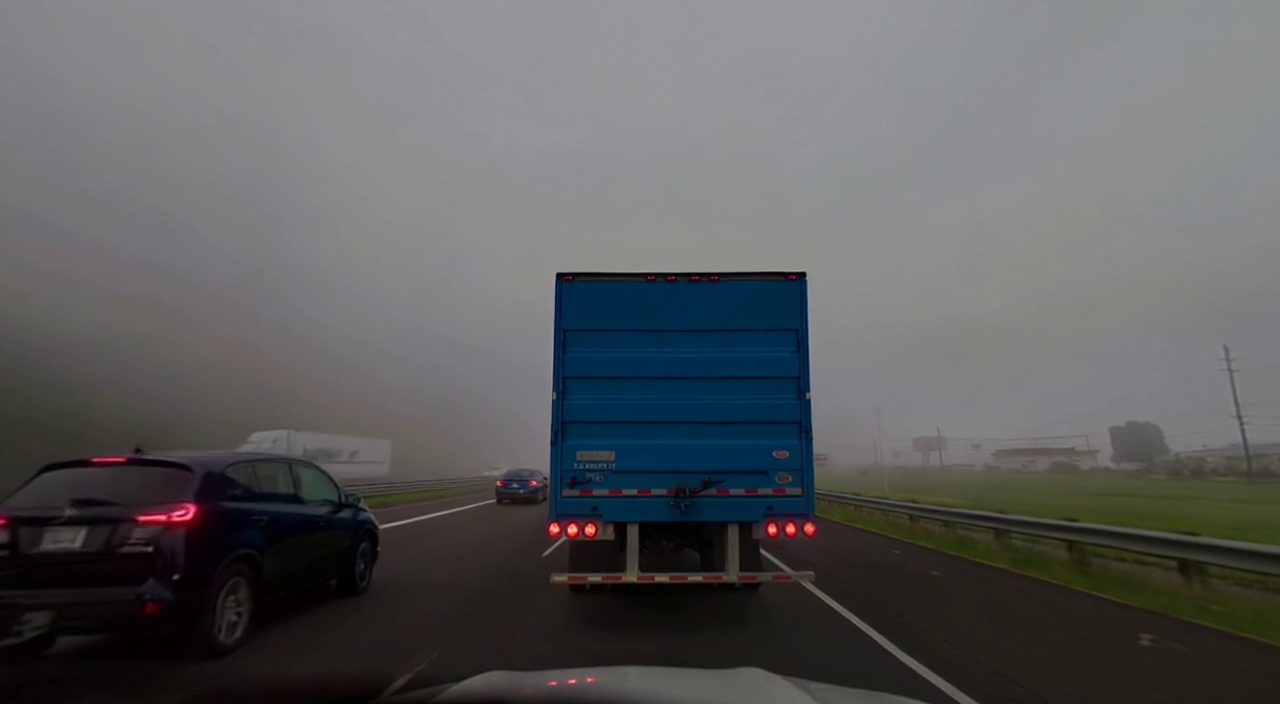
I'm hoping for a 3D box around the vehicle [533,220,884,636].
[{"bbox_3d":[0.700,1.325,9.685,2.831,3.529,8.689,0,-11,2],"label":"vehicle"}]

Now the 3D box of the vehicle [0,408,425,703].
[{"bbox_3d":[-3.838,1.515,5.601,1.983,1.575,4.973,0,-10,1],"label":"vehicle"}]

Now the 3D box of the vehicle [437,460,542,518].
[{"bbox_3d":[-4.287,3.980,18.697,1.891,1.469,4.431,0,-10,1],"label":"vehicle"}]
